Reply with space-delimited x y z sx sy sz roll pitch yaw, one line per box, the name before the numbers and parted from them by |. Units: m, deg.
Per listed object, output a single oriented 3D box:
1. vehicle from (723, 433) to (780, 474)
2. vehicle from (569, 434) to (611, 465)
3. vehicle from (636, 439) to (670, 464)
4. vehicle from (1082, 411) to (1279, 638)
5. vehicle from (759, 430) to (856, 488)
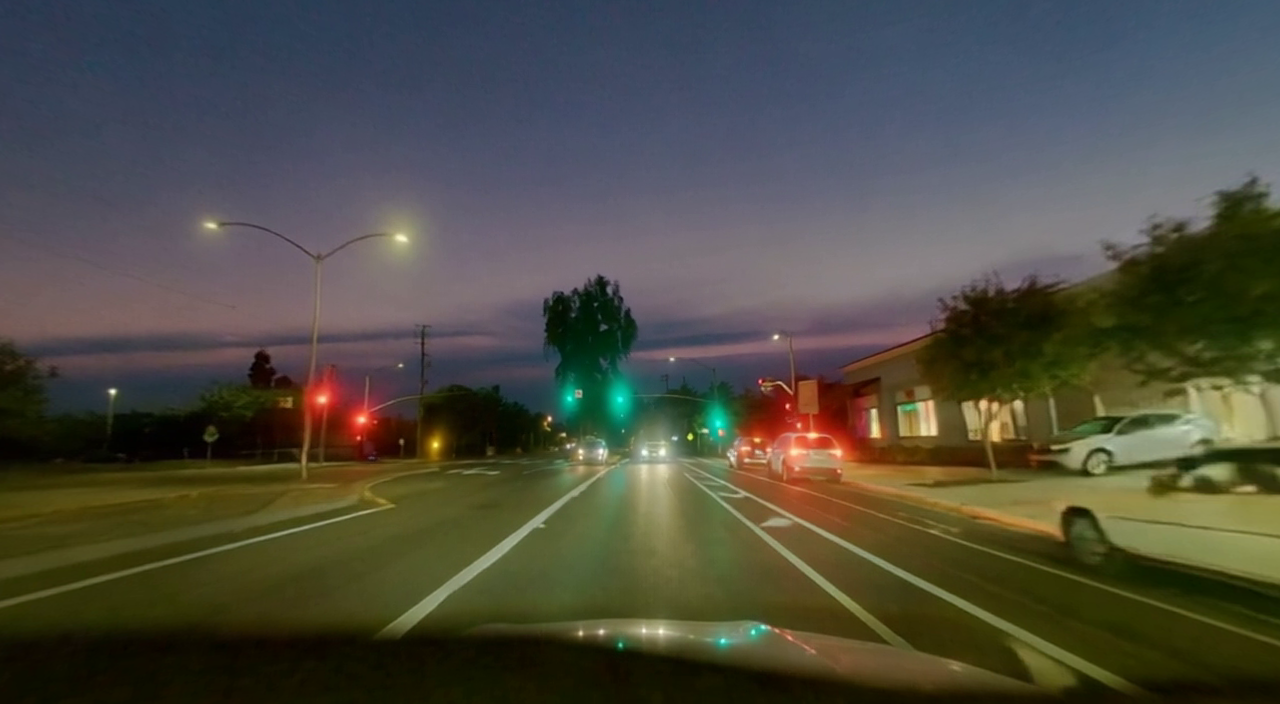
vehicle | 5.867 5.361 33.894 2.112 1.966 4.642 0 -7 -1
vehicle | -3.019 6.007 38.882 2.150 1.779 4.423 0 -8 1
vehicle | 0.763 6.407 40.676 2.075 1.480 3.920 0 -8 -1
vehicle | 5.753 1.295 4.781 1.955 1.679 3.890 0 -7 0
vehicle | 5.673 3.641 22.036 2.069 1.776 4.797 0 -7 0
